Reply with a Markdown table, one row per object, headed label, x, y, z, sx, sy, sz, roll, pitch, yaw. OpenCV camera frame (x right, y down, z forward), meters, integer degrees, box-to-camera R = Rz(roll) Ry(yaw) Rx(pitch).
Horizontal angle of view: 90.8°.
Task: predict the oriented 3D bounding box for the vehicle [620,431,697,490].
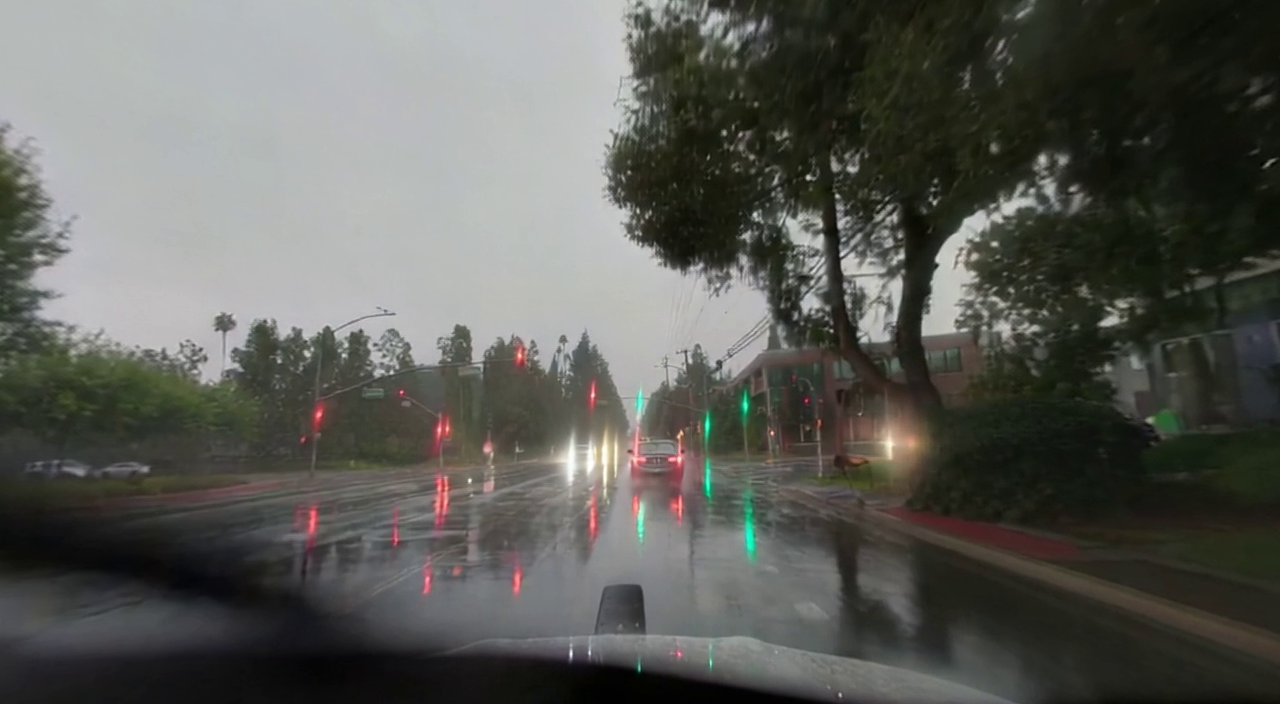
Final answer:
| label | x | y | z | sx | sy | sz | roll | pitch | yaw |
| --- | --- | --- | --- | --- | --- | --- | --- | --- | --- |
| vehicle | 0.559 | 3.332 | 19.827 | 2.156 | 1.636 | 3.923 | 0 | -8 | 1 |

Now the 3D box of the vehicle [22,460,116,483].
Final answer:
| label | x | y | z | sx | sy | sz | roll | pitch | yaw |
| --- | --- | --- | --- | --- | --- | --- | --- | --- | --- |
| vehicle | -43.197 | 9.032 | 47.856 | 5.149 | 1.515 | 1.942 | 2 | -10 | -1 |

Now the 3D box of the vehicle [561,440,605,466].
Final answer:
| label | x | y | z | sx | sy | sz | roll | pitch | yaw |
| --- | --- | --- | --- | --- | --- | --- | --- | --- | --- |
| vehicle | -3.386 | 6.150 | 38.534 | 2.153 | 1.474 | 4.284 | 0 | -8 | 2 |

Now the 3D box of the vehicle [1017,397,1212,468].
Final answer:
| label | x | y | z | sx | sy | sz | roll | pitch | yaw |
| --- | --- | --- | --- | --- | --- | --- | --- | --- | --- |
| vehicle | 14.442 | 2.561 | 19.803 | 2.225 | 1.922 | 5.243 | -1 | -8 | 3 |
